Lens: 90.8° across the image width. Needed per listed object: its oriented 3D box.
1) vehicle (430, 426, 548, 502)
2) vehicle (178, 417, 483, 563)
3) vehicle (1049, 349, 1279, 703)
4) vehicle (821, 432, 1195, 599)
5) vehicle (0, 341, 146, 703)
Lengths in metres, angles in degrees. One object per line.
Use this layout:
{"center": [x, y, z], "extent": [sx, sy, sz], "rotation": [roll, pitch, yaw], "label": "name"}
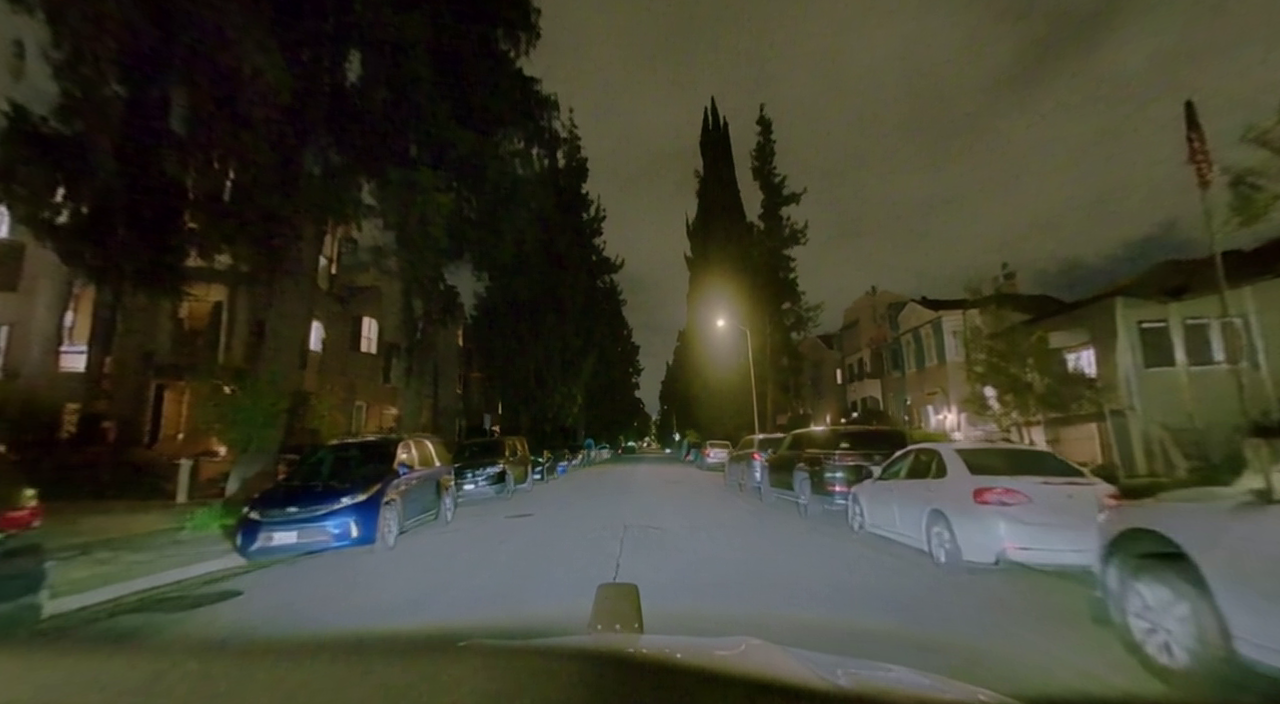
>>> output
{"center": [-4.686, 3.590, 20.750], "extent": [2.461, 2.145, 5.415], "rotation": [0, -8, 1], "label": "vehicle"}
{"center": [-4.817, 2.241, 11.219], "extent": [2.683, 1.923, 5.421], "rotation": [0, -8, 0], "label": "vehicle"}
{"center": [3.789, 0.728, 1.931], "extent": [1.994, 1.710, 4.699], "rotation": [0, -8, 1], "label": "vehicle"}
{"center": [3.880, 1.755, 7.779], "extent": [1.808, 1.437, 4.337], "rotation": [1, -8, -3], "label": "vehicle"}
{"center": [-4.935, 0.756, 1.959], "extent": [2.390, 2.123, 5.371], "rotation": [0, -8, 0], "label": "vehicle"}
